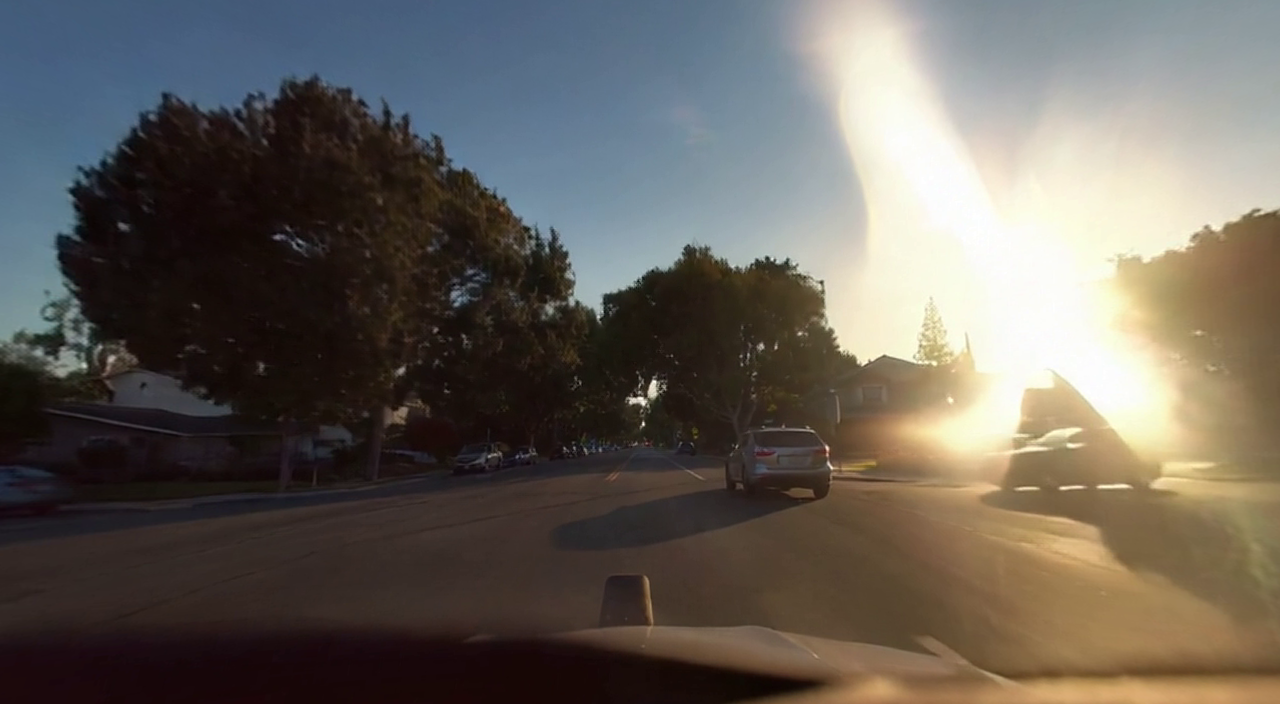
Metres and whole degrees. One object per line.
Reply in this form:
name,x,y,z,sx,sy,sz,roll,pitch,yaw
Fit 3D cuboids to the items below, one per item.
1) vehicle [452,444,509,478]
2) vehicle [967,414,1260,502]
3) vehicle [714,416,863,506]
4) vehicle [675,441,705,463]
vehicle,-10.291,7.040,41.118,2.261,1.851,5.724,-5,-8,-1
vehicle,11.514,2.588,15.636,5.539,1.729,2.145,-3,-8,-3
vehicle,3.519,2.760,16.450,2.497,1.889,5.833,-1,-8,0
vehicle,3.545,7.192,45.386,1.956,1.492,4.425,-1,-8,2
